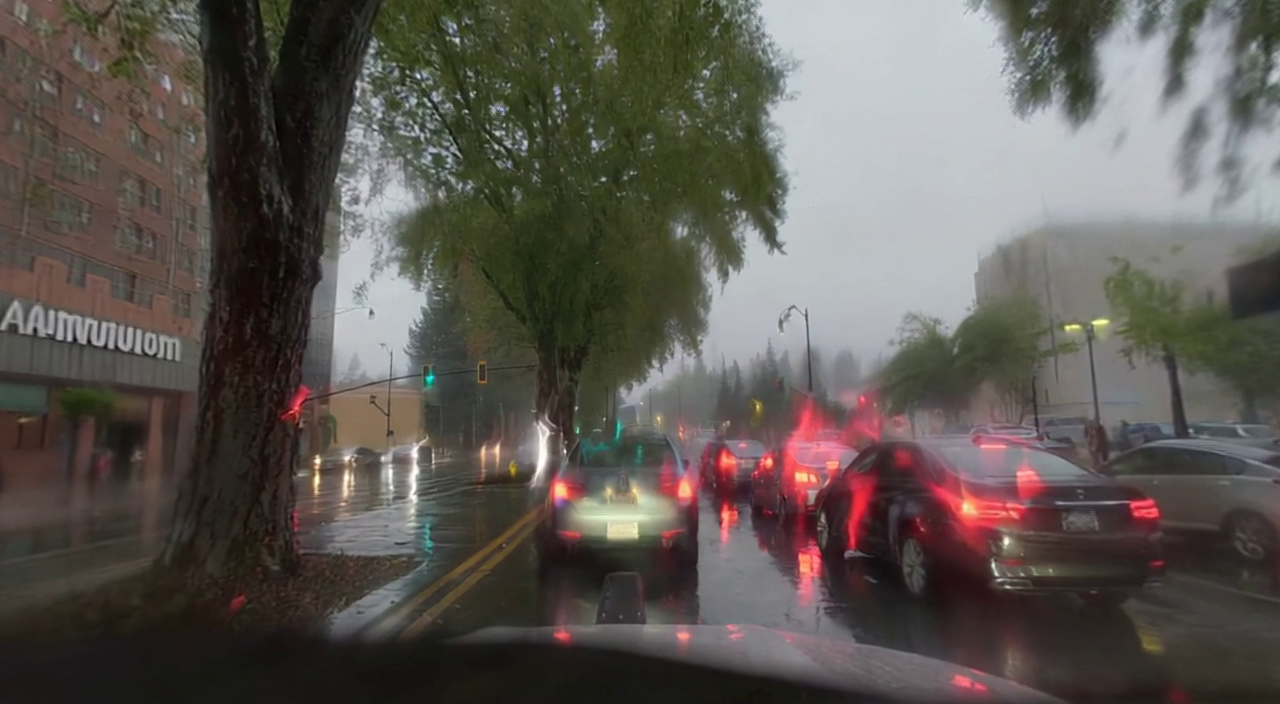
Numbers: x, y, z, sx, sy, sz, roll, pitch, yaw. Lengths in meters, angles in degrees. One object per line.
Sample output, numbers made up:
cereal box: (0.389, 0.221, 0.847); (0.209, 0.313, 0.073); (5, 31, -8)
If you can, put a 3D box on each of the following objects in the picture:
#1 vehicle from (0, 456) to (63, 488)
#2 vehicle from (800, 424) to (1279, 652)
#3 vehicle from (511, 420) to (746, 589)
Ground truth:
vehicle: (-31.726, 5.992, 31.563); (1.913, 1.531, 4.000); (-9, -12, 43)
vehicle: (3.213, 1.548, 6.426); (1.912, 1.454, 4.537); (0, -9, -1)
vehicle: (-0.135, 1.685, 7.800); (2.118, 1.512, 4.013); (0, -9, -1)
